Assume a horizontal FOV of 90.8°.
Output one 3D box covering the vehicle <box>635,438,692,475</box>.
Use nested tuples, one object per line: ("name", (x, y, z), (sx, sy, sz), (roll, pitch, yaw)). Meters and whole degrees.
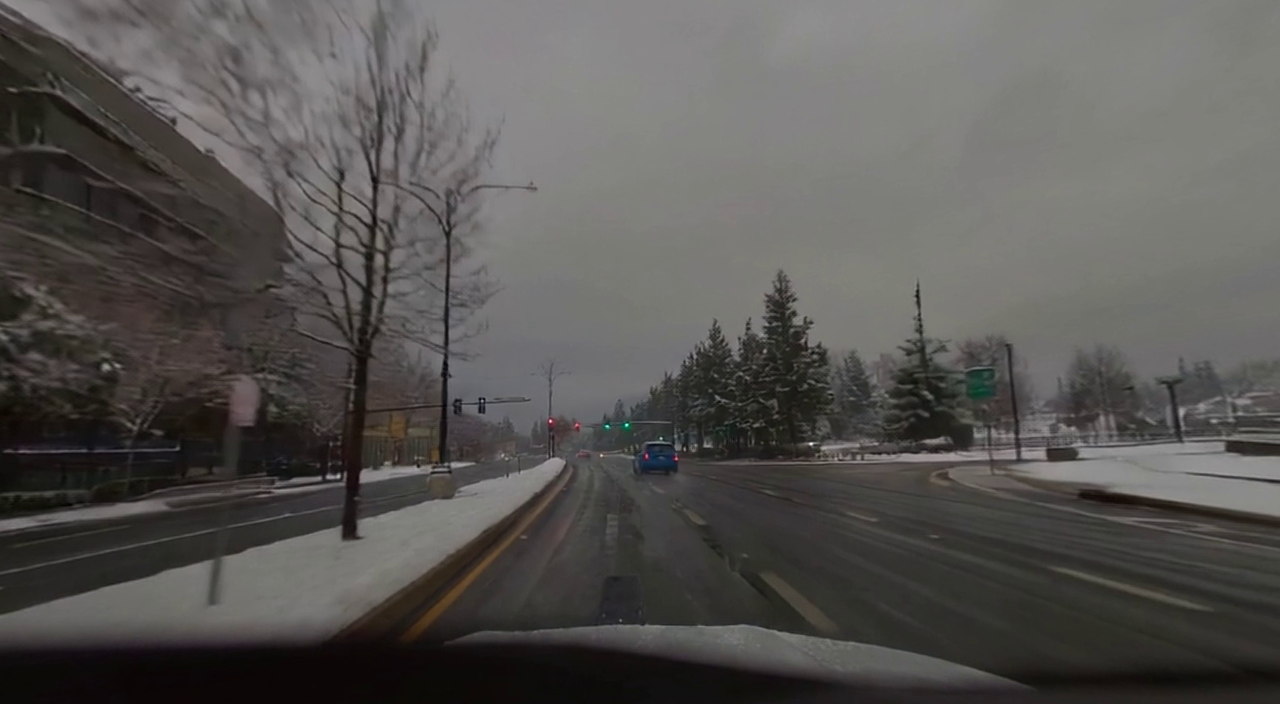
("vehicle", (1.027, 5.034, 30.757), (2.165, 1.633, 4.381), (0, -8, -6))
